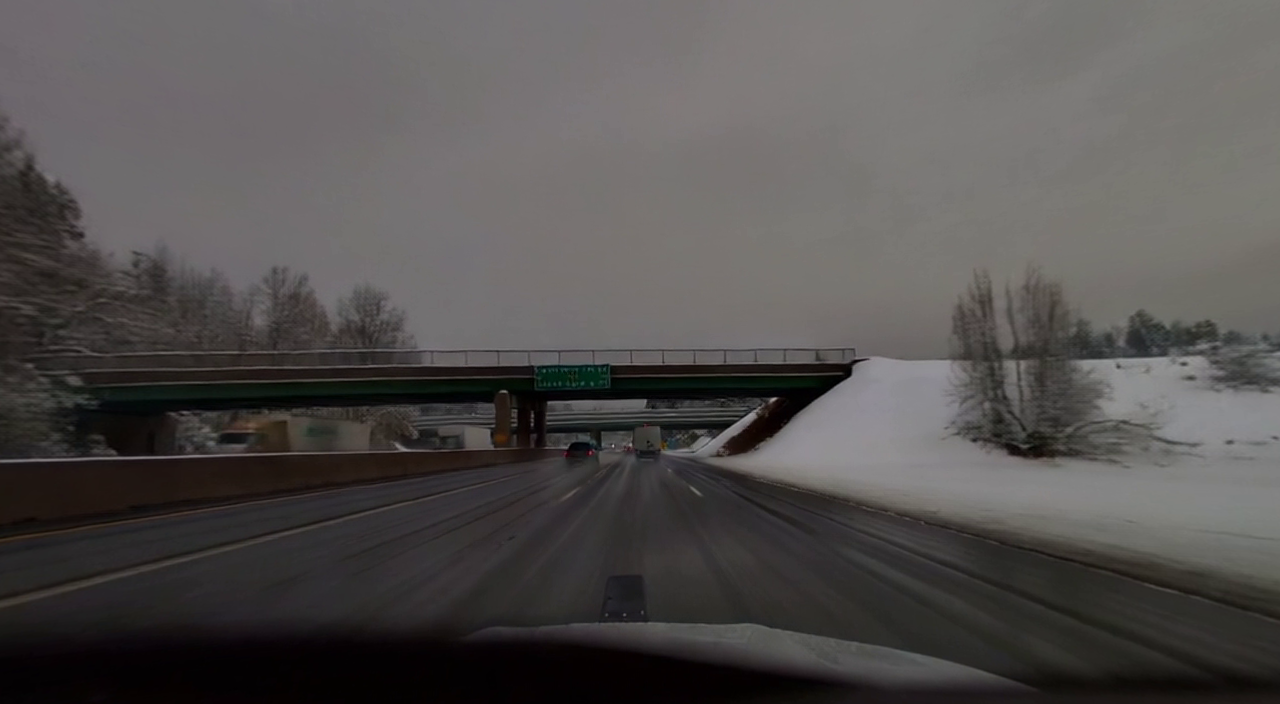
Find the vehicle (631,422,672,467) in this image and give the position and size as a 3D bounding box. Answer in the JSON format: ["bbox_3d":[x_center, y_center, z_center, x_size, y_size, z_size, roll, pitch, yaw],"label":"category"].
[{"bbox_3d":[0.755,7.023,47.607,2.790,3.075,7.414,0,-9,-1],"label":"vehicle"}]

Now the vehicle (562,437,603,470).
[{"bbox_3d":[-3.834,6.914,43.117,2.233,2.093,5.565,0,-9,0],"label":"vehicle"}]

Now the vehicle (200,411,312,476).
[{"bbox_3d":[-23.956,5.773,39.731,3.054,3.755,5.991,0,-9,0],"label":"vehicle"}]
